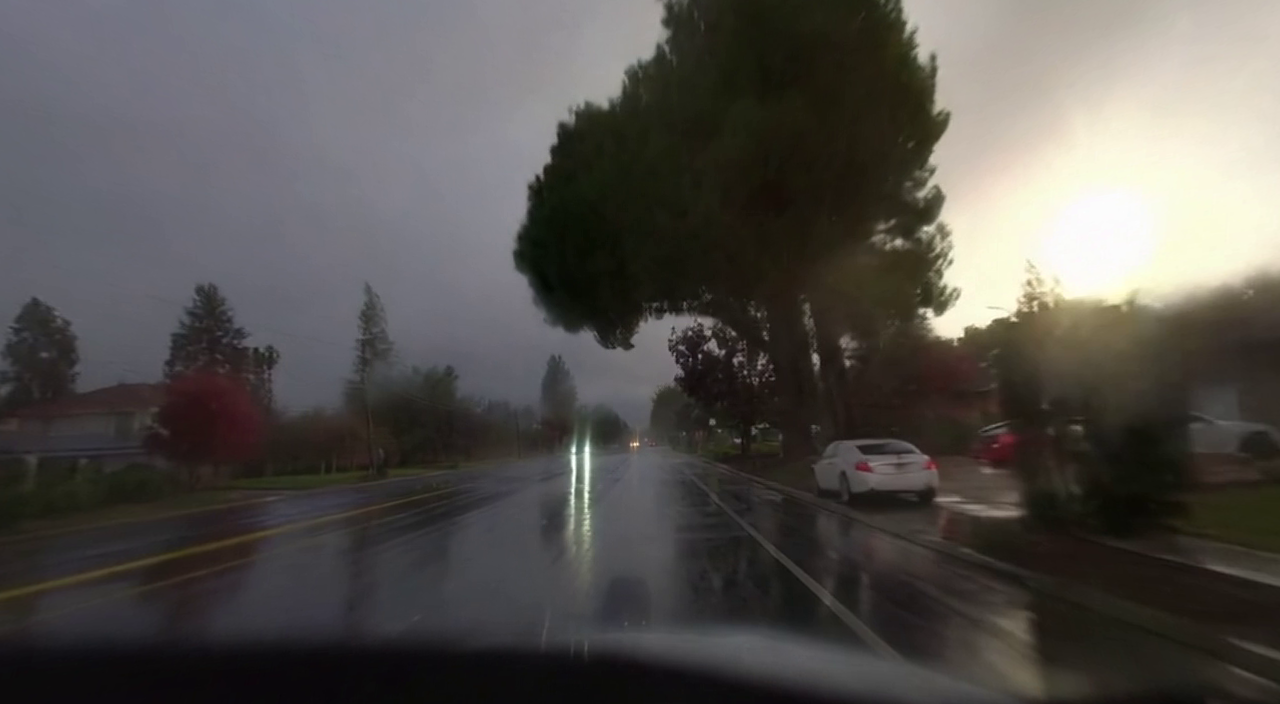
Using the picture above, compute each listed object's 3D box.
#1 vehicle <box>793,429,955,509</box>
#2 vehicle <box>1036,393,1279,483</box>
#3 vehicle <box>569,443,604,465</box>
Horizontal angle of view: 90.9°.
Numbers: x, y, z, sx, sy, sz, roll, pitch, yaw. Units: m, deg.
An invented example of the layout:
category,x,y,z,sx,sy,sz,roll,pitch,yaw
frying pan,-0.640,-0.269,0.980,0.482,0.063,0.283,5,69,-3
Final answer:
category,x,y,z,sx,sy,sz,roll,pitch,yaw
vehicle,5.094,2.616,14.539,1.995,1.546,4.474,0,-9,0
vehicle,10.872,1.773,12.946,4.037,1.673,1.983,-1,-9,2
vehicle,-3.631,6.952,43.238,1.973,1.400,3.915,0,-9,1
